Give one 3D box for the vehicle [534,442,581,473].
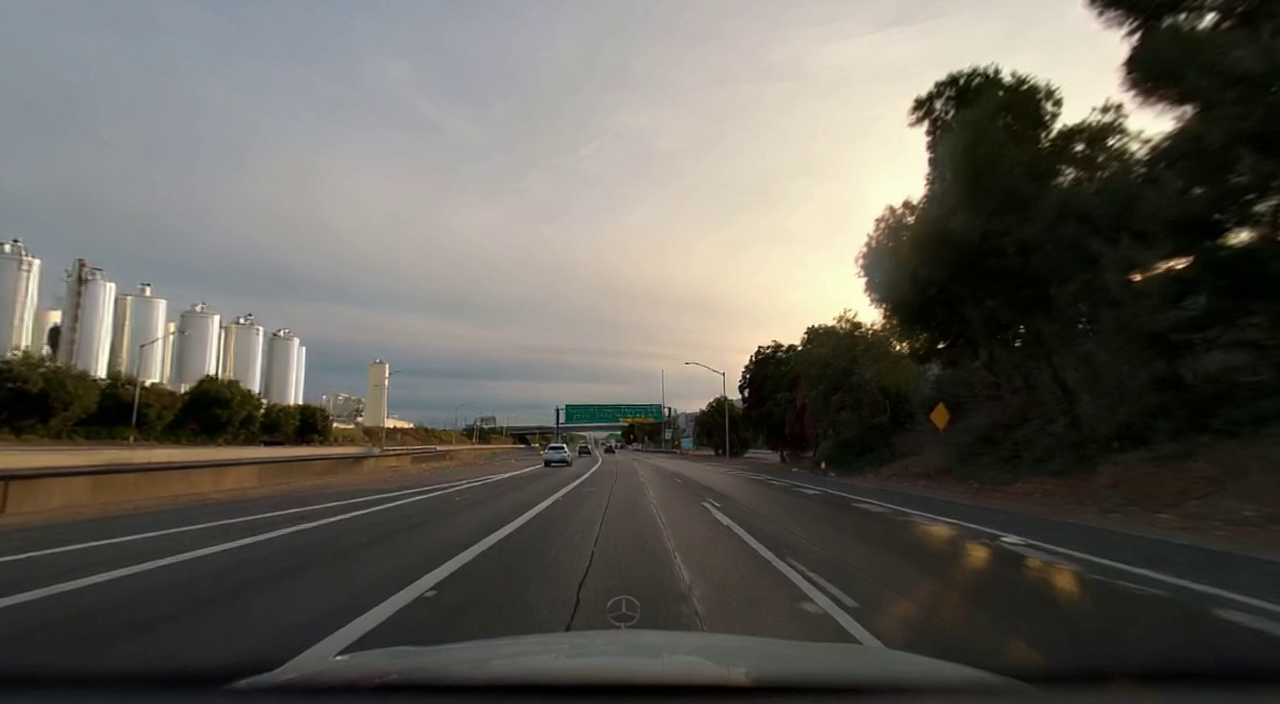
[{"bbox_3d":[-4.446,5.775,34.541,2.012,1.571,4.232,0,-9,0],"label":"vehicle"}]
